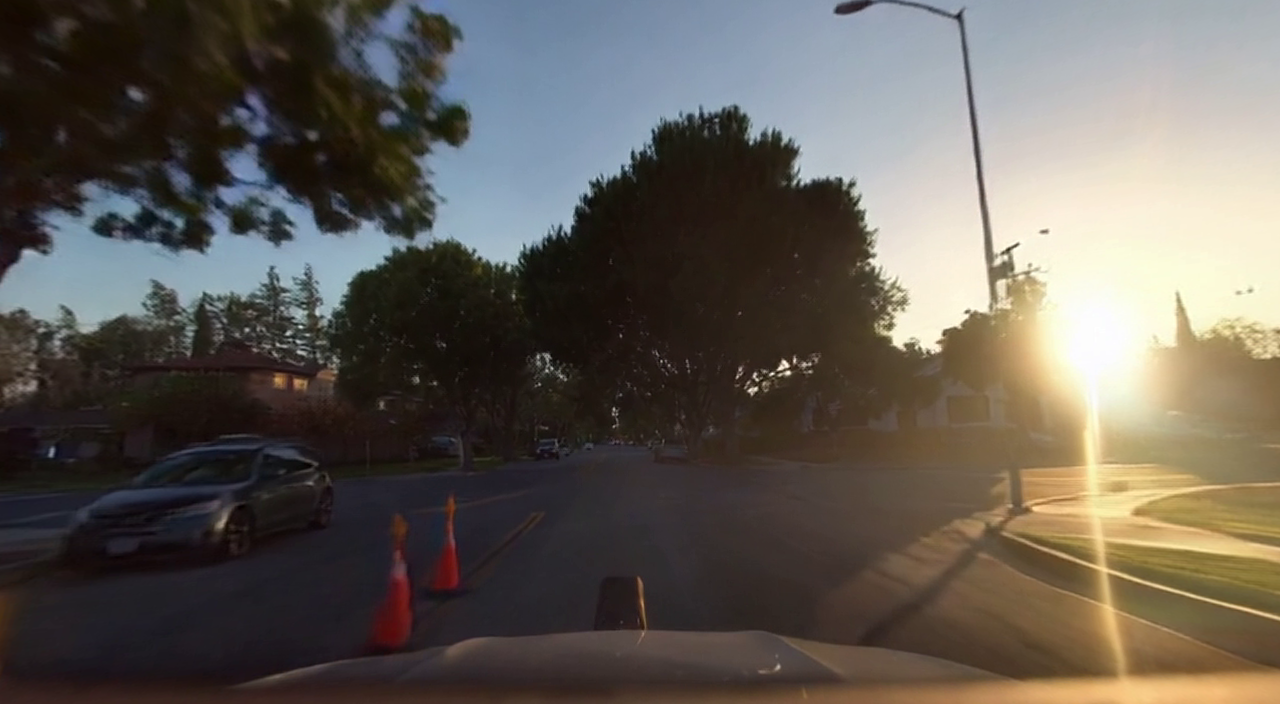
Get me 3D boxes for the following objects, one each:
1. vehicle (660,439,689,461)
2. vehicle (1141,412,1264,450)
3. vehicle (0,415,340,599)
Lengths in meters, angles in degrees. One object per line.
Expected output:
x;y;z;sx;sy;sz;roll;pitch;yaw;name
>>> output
2.684;7.716;49.880;1.896;1.602;4.571;0;-8;-1;vehicle
29.691;4.143;33.596;1.923;1.805;4.876;-2;-6;-1;vehicle
-6.158;1.907;8.979;2.087;1.835;4.445;-2;-7;-7;vehicle
